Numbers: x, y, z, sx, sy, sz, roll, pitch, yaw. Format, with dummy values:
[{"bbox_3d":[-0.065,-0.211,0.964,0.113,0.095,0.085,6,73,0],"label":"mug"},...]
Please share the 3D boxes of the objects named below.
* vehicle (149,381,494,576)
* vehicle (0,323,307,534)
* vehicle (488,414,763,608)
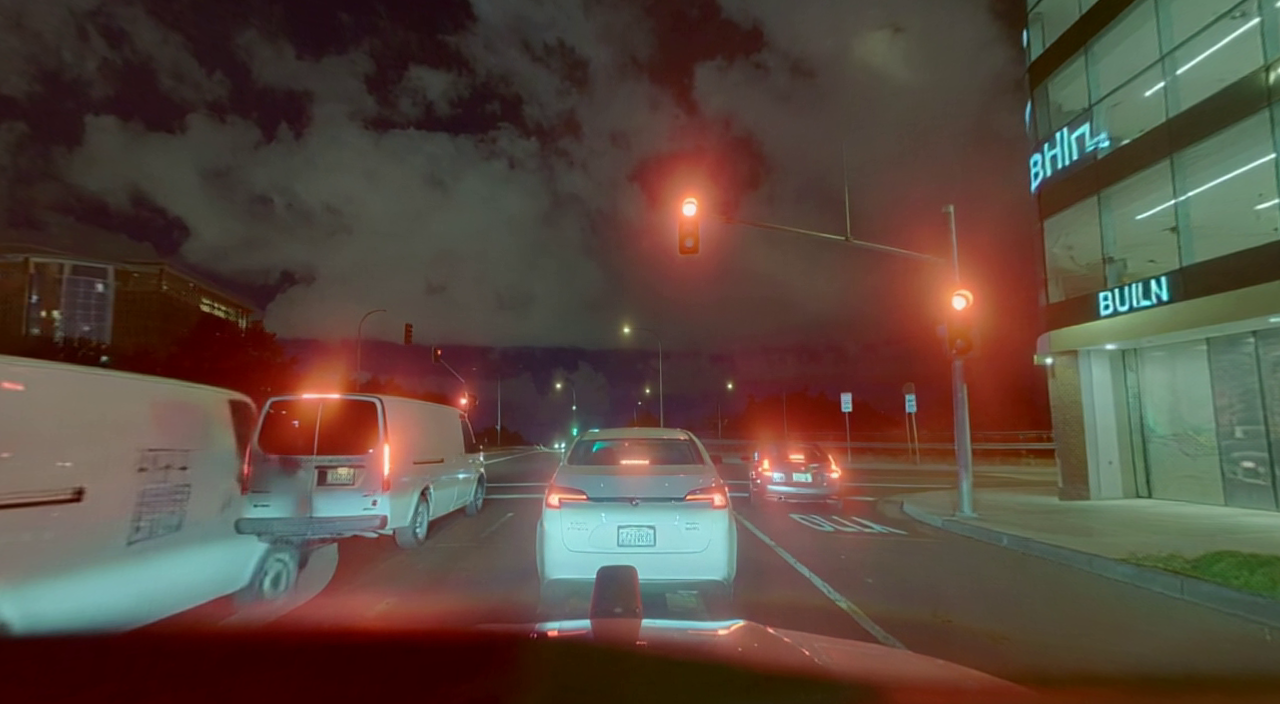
[{"bbox_3d":[-3.585,1.523,8.517,2.076,1.820,5.100,0,-8,-1],"label":"vehicle"},{"bbox_3d":[-10.756,1.406,11.398,2.973,3.009,12.605,-1,-7,-2],"label":"vehicle"},{"bbox_3d":[-0.116,1.467,6.776,2.064,1.452,3.942,0,-8,0],"label":"vehicle"}]
